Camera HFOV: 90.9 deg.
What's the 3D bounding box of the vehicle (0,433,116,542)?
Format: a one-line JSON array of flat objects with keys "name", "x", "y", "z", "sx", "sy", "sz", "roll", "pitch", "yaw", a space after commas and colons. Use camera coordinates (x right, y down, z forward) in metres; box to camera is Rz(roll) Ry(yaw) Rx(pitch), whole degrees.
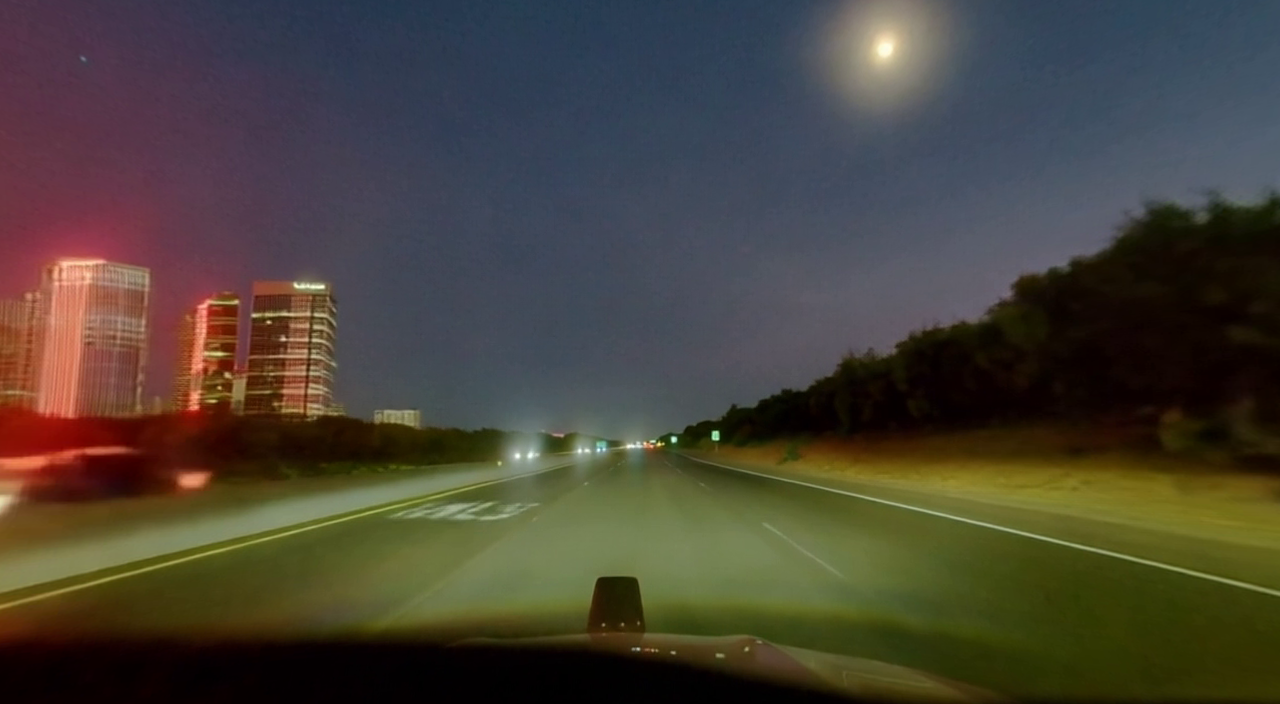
[{"name": "vehicle", "x": -11.110, "y": 2.066, "z": 9.427, "sx": 2.040, "sy": 1.711, "sz": 5.175, "roll": 0, "pitch": -8, "yaw": 1}]
